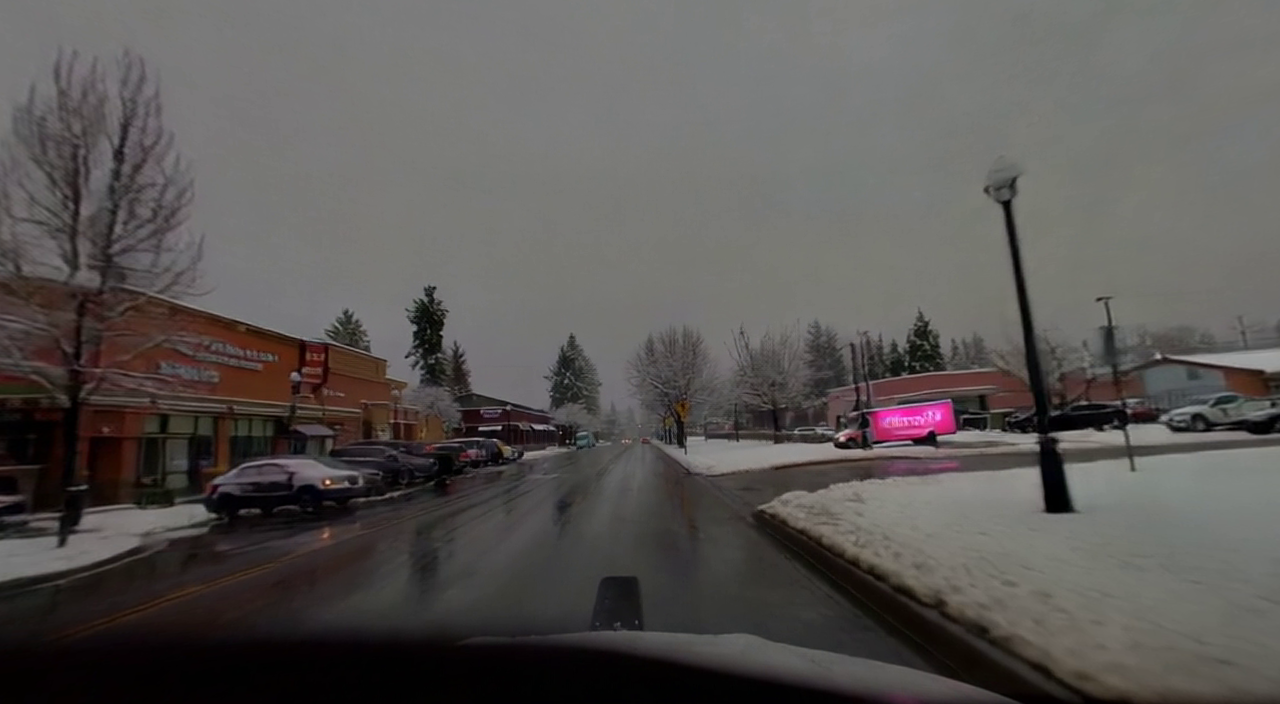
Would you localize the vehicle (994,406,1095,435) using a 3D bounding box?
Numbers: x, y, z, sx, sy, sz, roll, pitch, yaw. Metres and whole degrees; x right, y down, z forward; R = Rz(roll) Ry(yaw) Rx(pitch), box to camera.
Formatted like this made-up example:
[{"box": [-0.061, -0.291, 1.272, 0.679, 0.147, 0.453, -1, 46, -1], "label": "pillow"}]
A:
[{"box": [23.739, 4.051, 37.025, 4.521, 1.634, 1.996, 0, -8, 0], "label": "vehicle"}]

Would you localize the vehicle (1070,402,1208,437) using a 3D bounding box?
[{"box": [23.195, 3.171, 29.378, 4.746, 1.536, 1.914, 0, -8, 0], "label": "vehicle"}]

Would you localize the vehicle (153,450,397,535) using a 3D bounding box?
[{"box": [-8.671, 3.306, 15.353, 1.879, 1.543, 4.778, -12, -13, 43], "label": "vehicle"}]

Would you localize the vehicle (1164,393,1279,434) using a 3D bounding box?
[{"box": [23.393, 2.418, 24.296, 4.418, 1.472, 2.109, 0, -8, -1], "label": "vehicle"}]

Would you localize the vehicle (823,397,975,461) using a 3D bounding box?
[{"box": [10.978, 3.265, 26.945, 5.453, 1.794, 2.011, -9, -6, -2], "label": "vehicle"}]
